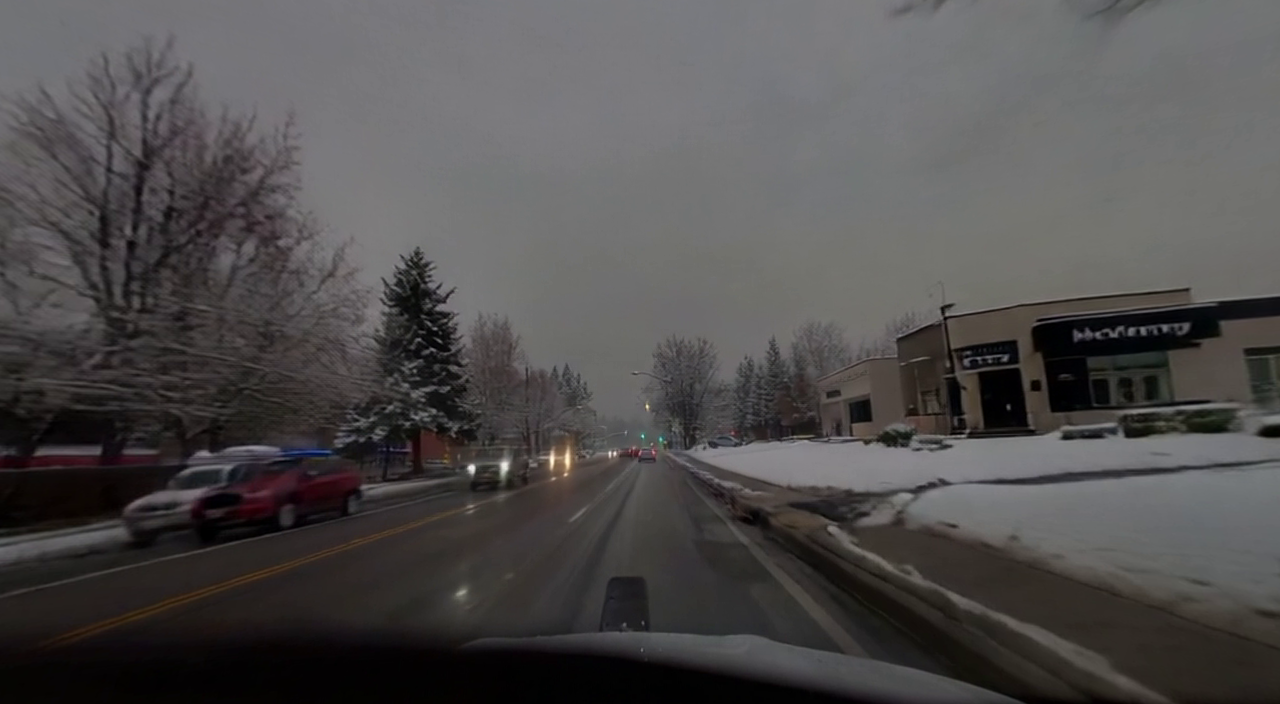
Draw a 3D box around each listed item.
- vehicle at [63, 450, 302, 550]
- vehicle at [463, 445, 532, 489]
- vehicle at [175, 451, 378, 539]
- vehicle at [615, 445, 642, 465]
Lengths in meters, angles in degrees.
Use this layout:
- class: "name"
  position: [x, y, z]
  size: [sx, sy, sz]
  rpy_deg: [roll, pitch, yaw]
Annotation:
- class: "vehicle"
  position: [-11.034, 3.521, 15.917]
  size: [2.102, 2.004, 5.285]
  rpy_deg: [0, -8, -1]
- class: "vehicle"
  position: [-6.099, 4.947, 27.534]
  size: [2.030, 1.701, 4.559]
  rpy_deg: [0, -8, -1]
- class: "vehicle"
  position: [-8.160, 3.191, 14.793]
  size: [2.038, 1.670, 4.468]
  rpy_deg: [0, -8, 1]
- class: "vehicle"
  position: [-0.892, 7.913, 48.465]
  size: [2.020, 1.478, 3.922]
  rpy_deg: [0, -8, -2]
